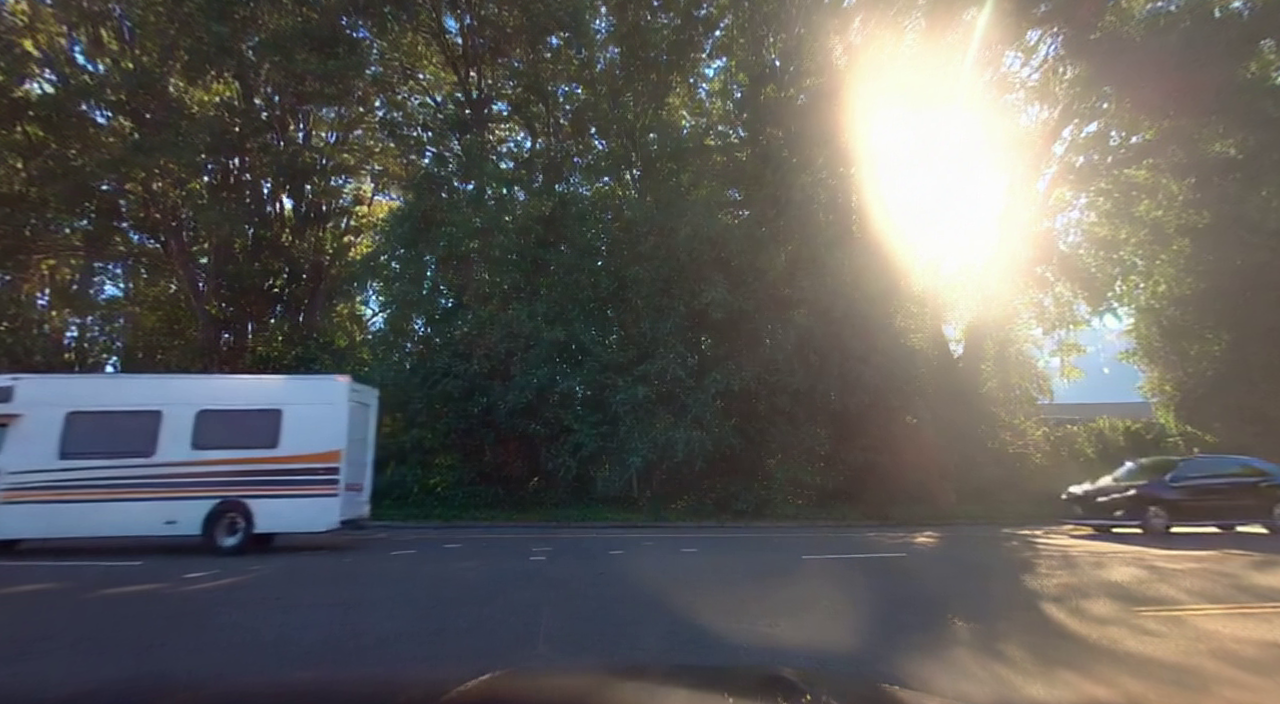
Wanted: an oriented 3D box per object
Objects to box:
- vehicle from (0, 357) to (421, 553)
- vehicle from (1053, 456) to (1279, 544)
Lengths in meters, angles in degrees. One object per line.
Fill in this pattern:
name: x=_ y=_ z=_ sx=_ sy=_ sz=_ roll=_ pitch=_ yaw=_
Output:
vehicle: x=-8.743 y=1.886 z=11.834 sx=8.152 sy=3.185 sz=2.776 roll=0 pitch=-9 yaw=-3
vehicle: x=10.749 y=2.791 z=12.200 sx=4.092 sy=1.486 sz=1.973 roll=0 pitch=-9 yaw=-2
